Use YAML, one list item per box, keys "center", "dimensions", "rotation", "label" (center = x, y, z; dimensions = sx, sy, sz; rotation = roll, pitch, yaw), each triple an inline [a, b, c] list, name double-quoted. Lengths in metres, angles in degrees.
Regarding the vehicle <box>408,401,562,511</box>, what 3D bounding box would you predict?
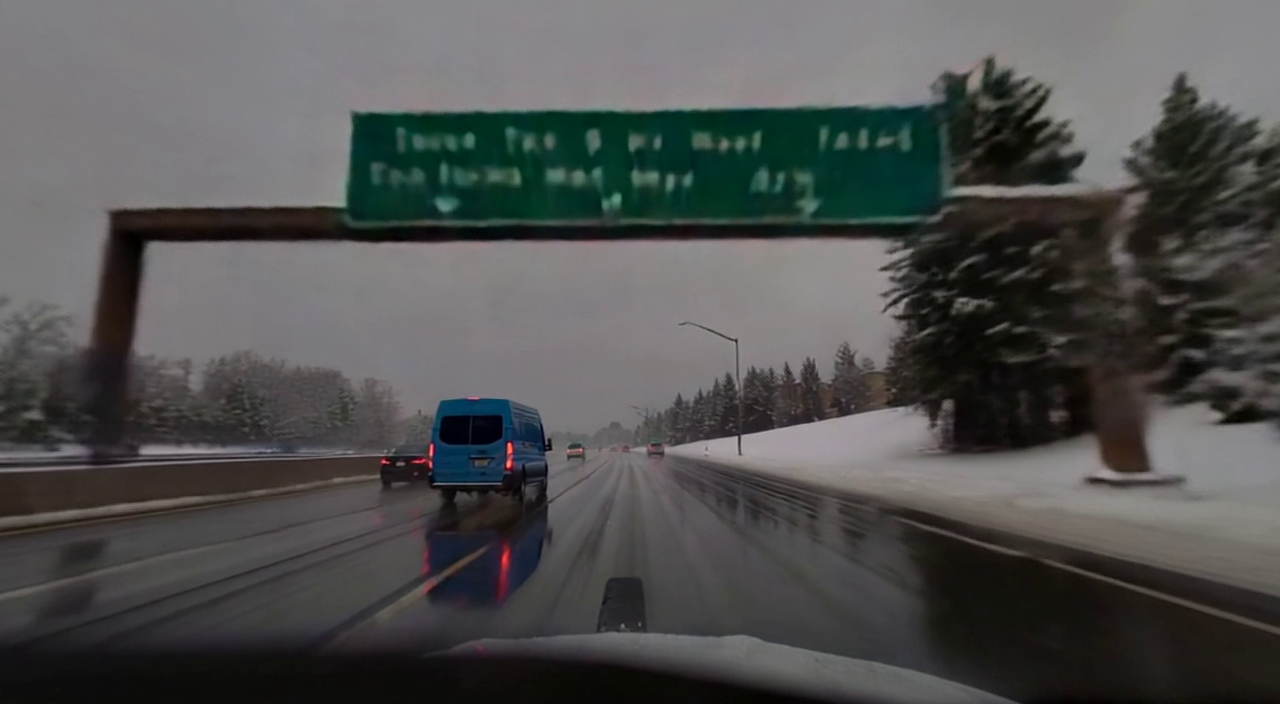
- center: [-3.517, 2.536, 15.618]
  dimensions: [2.372, 2.248, 5.393]
  rotation: [0, -9, 1]
  label: "vehicle"
